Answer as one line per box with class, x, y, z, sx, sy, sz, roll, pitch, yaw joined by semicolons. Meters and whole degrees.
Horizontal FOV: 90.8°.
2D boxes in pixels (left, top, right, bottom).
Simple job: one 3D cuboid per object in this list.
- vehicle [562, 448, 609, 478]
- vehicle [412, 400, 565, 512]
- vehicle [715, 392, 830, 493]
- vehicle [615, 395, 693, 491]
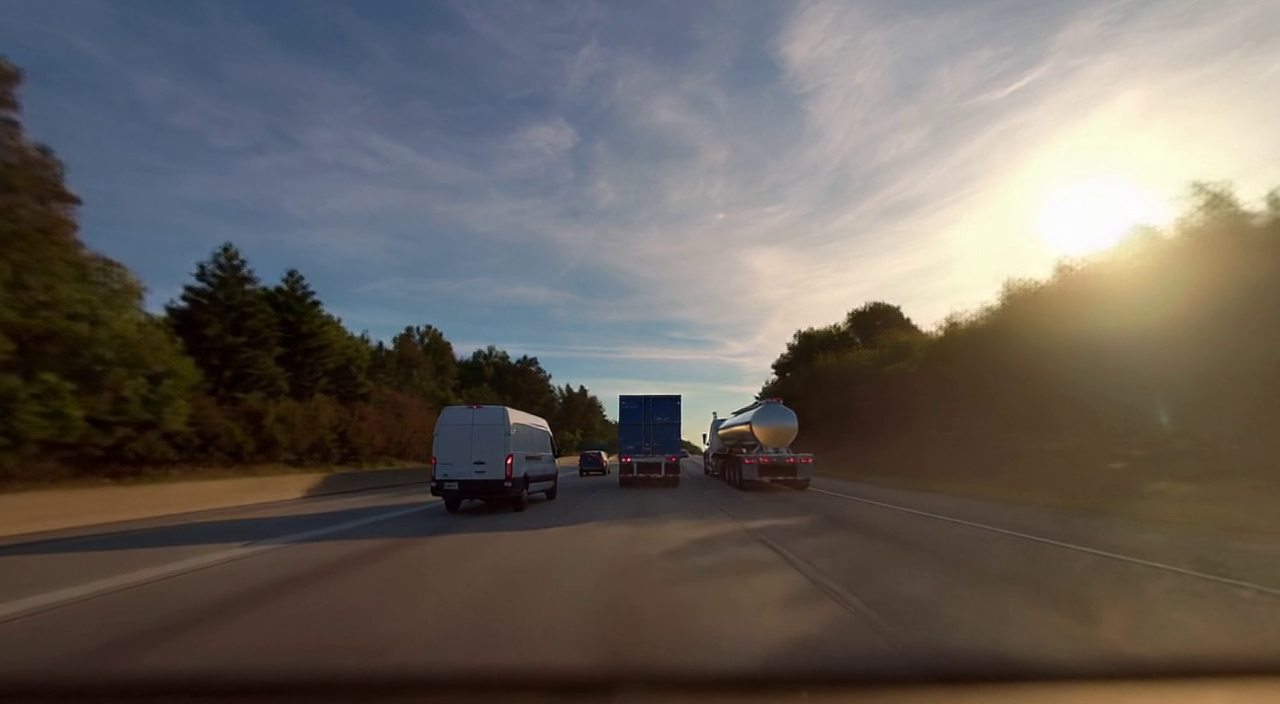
vehicle;-3.177;6.567;37.689;2.134;1.652;4.439;-1;-9;3
vehicle;-3.881;2.896;17.791;2.525;2.572;6.260;0;-9;2
vehicle;5.254;4.023;27.664;2.706;3.500;11.483;0;-9;1
vehicle;0.329;4.063;27.589;2.773;3.455;9.118;0;-9;-3
